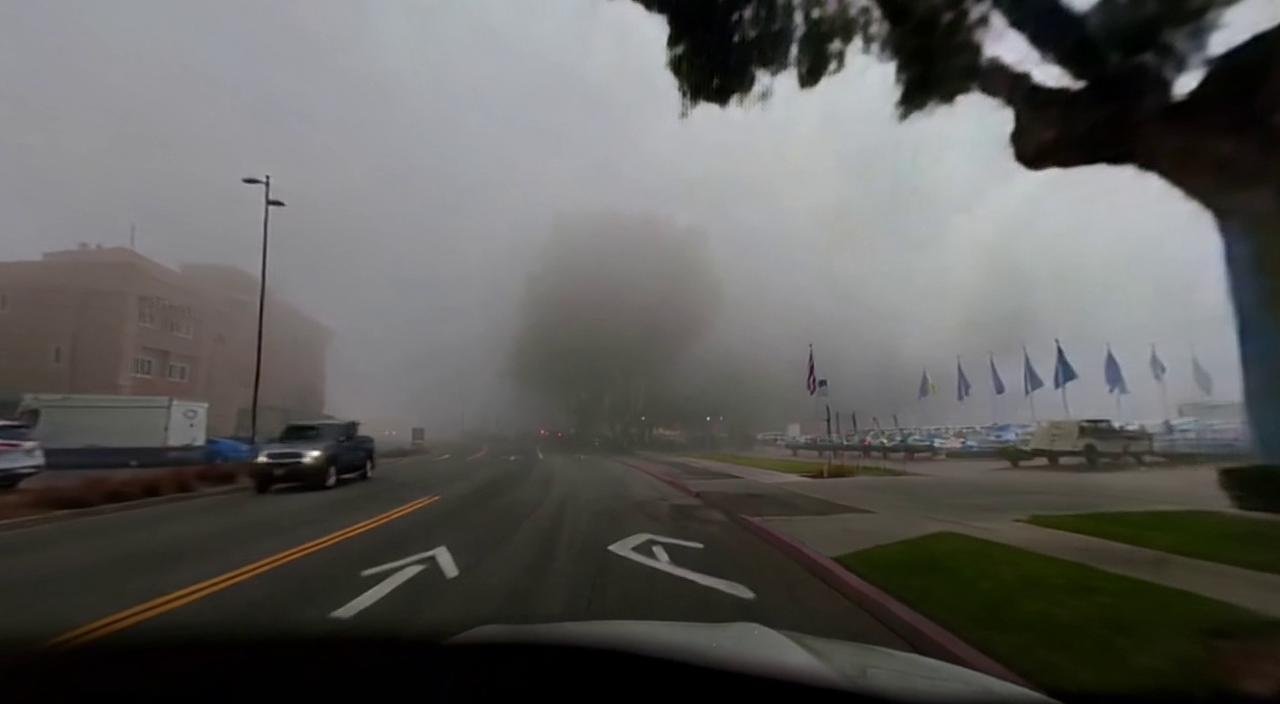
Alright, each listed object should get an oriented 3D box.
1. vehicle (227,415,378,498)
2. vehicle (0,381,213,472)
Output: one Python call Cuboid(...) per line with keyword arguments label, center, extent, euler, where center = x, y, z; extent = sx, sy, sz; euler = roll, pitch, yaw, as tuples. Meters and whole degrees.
Cuboid(label="vehicle", center=(-8.735, 2.710, 16.825), extent=(2.026, 1.882, 4.277), euler=(1, -8, -7))
Cuboid(label="vehicle", center=(-22.946, 3.055, 25.720), extent=(8.479, 3.396, 3.021), euler=(3, -8, -23))
